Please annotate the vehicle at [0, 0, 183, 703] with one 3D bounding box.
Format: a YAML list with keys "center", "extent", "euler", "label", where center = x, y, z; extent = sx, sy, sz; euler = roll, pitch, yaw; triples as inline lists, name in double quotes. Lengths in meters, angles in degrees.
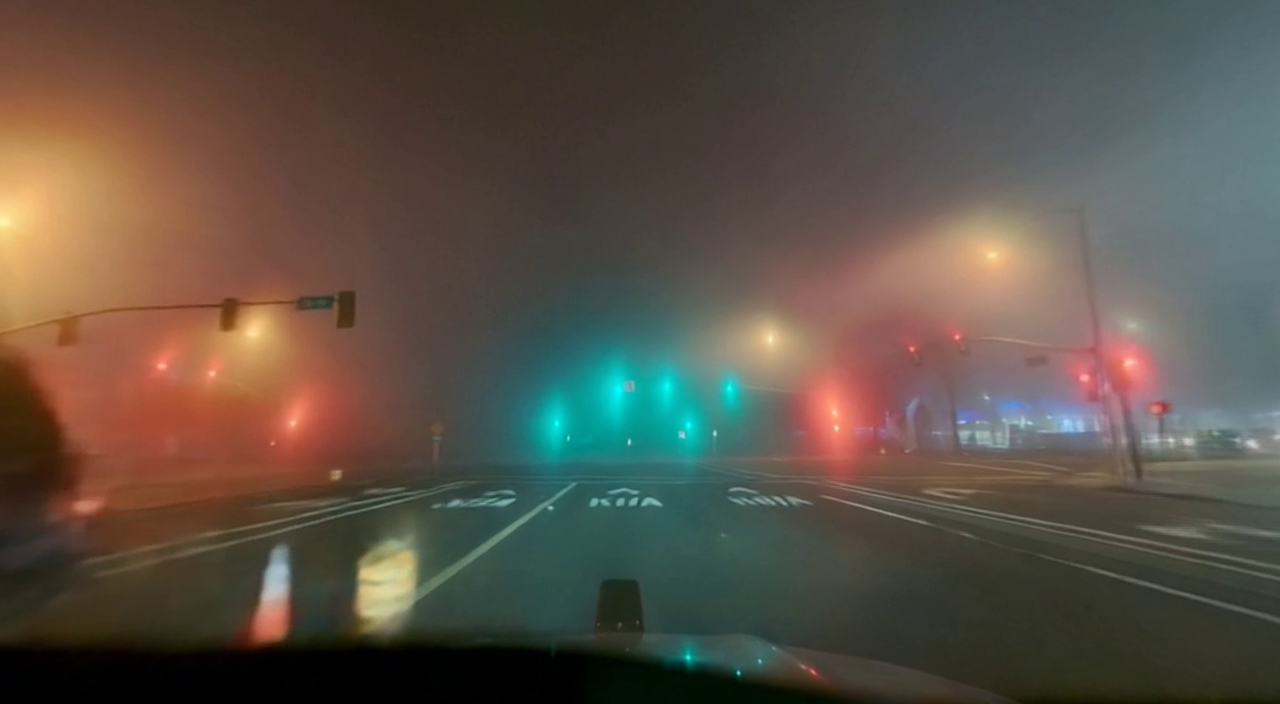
- center: [-3.930, -0.104, 1.974]
  extent: [2.637, 3.576, 3.006]
  euler: [-1, -7, -1]
  label: "vehicle"
